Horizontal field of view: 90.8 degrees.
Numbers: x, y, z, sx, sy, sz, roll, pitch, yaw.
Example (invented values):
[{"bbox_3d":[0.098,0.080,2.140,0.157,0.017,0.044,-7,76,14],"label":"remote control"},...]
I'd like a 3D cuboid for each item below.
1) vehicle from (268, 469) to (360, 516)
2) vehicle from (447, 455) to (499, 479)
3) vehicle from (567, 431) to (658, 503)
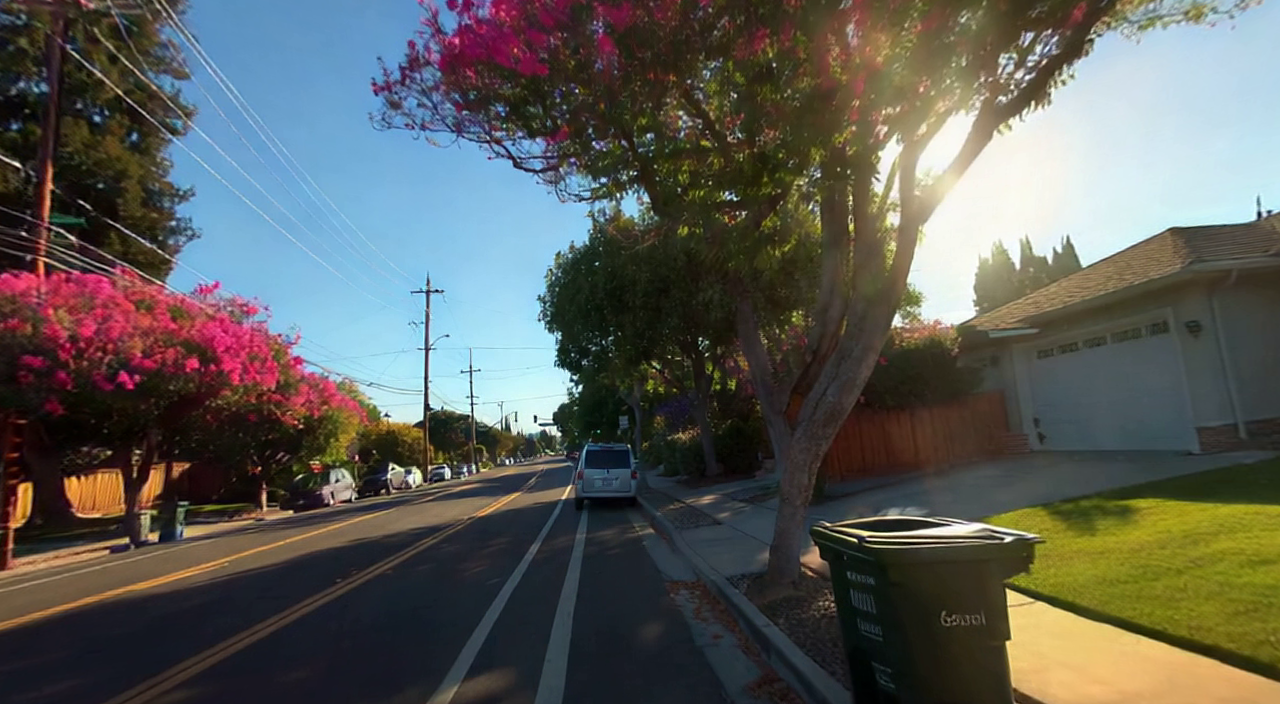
[{"bbox_3d":[-13.769,5.917,26.986,1.982,1.660,4.142,1,-8,-6],"label":"vehicle"},{"bbox_3d":[-12.970,8.891,48.934,2.218,1.679,4.723,6,-11,-37],"label":"vehicle"},{"bbox_3d":[-0.820,3.080,17.386,2.190,1.708,4.115,0,-8,-4],"label":"vehicle"}]
